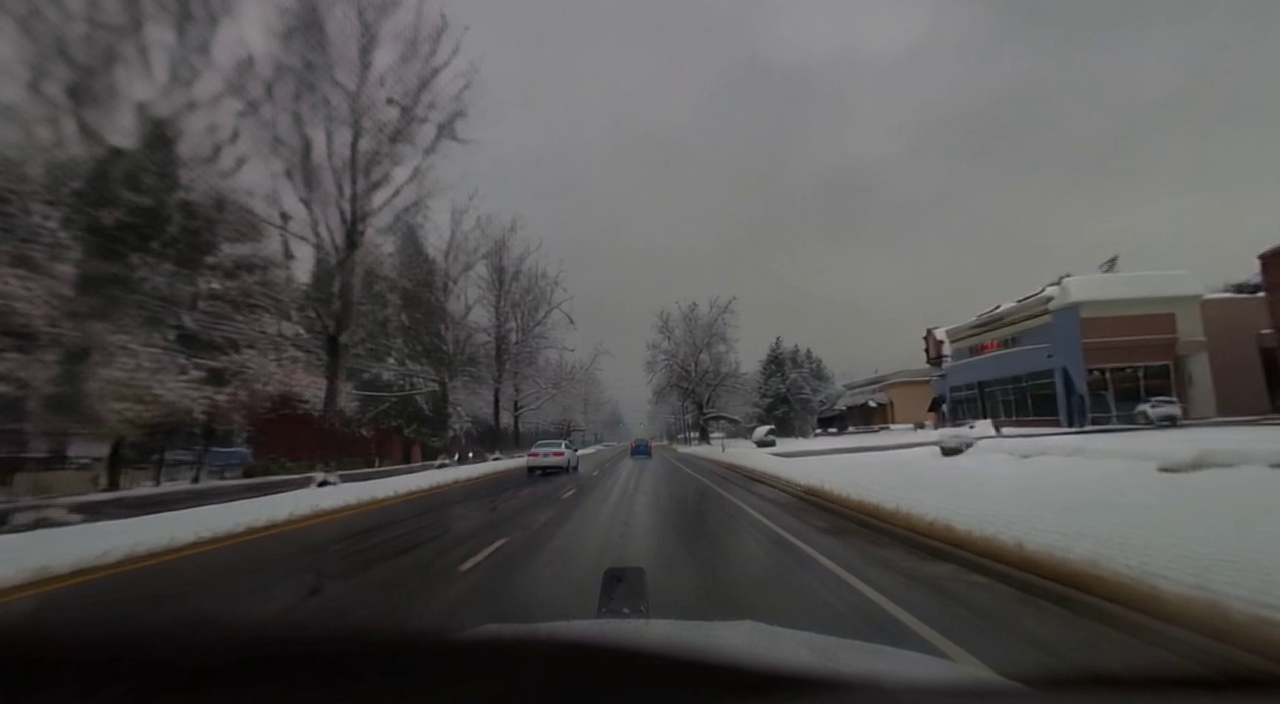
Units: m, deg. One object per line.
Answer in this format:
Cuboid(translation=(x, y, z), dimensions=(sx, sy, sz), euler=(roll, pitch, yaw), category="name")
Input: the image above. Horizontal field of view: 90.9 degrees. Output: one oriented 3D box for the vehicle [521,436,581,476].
Cuboid(translation=(-3.871, 4.583, 28.108), dimensions=(1.914, 1.630, 4.351), euler=(0, -8, 1), category="vehicle")
